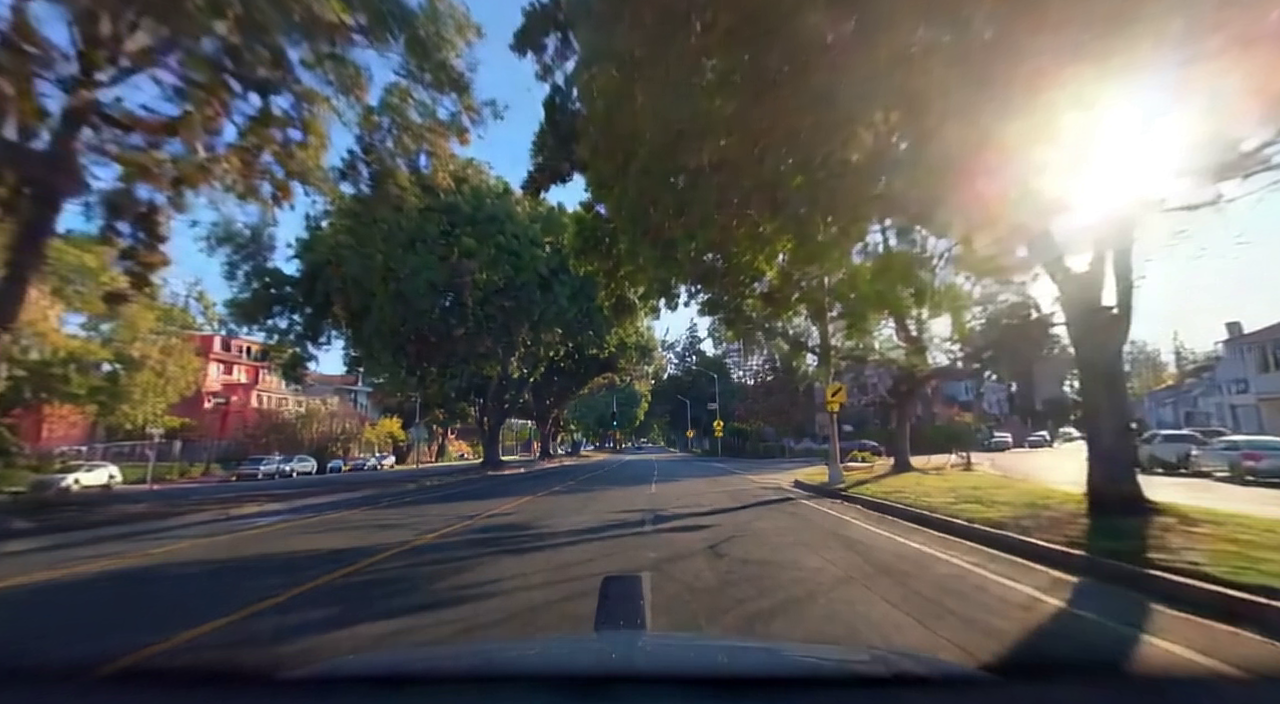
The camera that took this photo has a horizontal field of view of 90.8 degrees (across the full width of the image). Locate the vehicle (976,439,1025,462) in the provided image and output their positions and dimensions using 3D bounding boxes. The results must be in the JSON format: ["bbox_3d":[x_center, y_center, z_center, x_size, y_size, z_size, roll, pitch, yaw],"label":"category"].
[{"bbox_3d":[25.705,6.996,44.937,1.859,1.528,4.455,-8,-12,43],"label":"vehicle"}]

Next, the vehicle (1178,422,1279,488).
[{"bbox_3d":[19.142,3.149,19.489,1.992,1.795,4.849,-3,-9,17],"label":"vehicle"}]

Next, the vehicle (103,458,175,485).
[{"bbox_3d":[-31.912,7.597,40.367,1.673,1.495,3.659,0,-7,-2],"label":"vehicle"}]

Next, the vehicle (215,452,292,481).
[{"bbox_3d":[-26.193,7.748,43.073,2.037,1.762,4.834,0,-8,2],"label":"vehicle"}]
